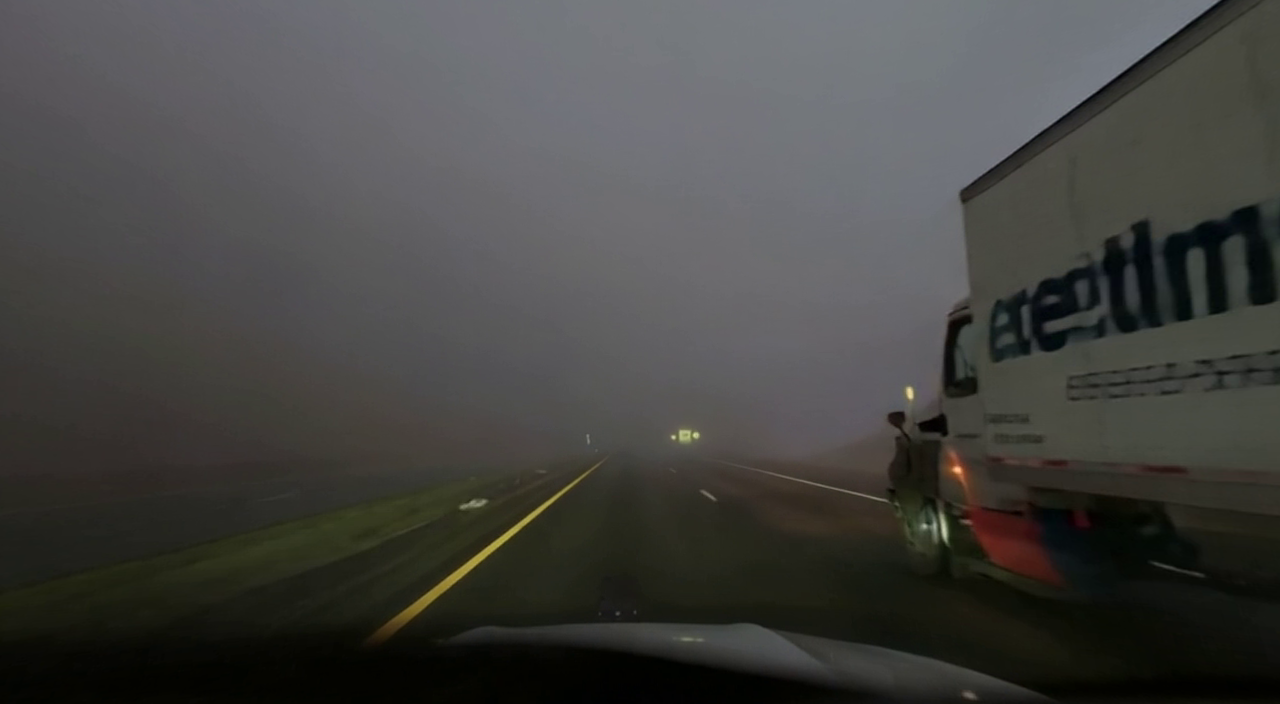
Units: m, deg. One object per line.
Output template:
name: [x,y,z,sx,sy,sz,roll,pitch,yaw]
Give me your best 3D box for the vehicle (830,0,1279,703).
vehicle: [3.497,0.174,3.219,2.702,3.193,7.196,-1,-8,0]
